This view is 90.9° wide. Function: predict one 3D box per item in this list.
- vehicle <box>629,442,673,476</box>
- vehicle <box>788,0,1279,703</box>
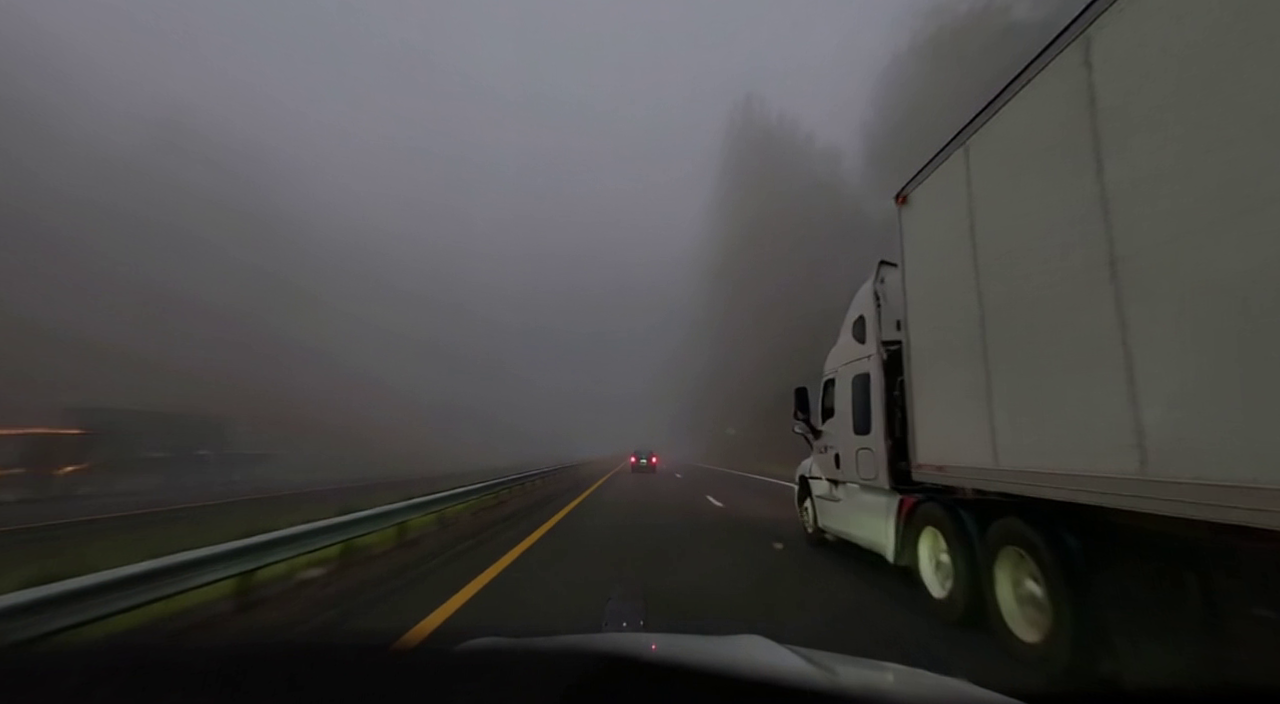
[{"bbox_3d":[0.497,5.070,30.170,1.968,1.515,4.025,0,-8,0],"label":"vehicle"},{"bbox_3d":[3.775,0.257,5.251,3.032,3.821,8.547,0,-8,0],"label":"vehicle"}]
